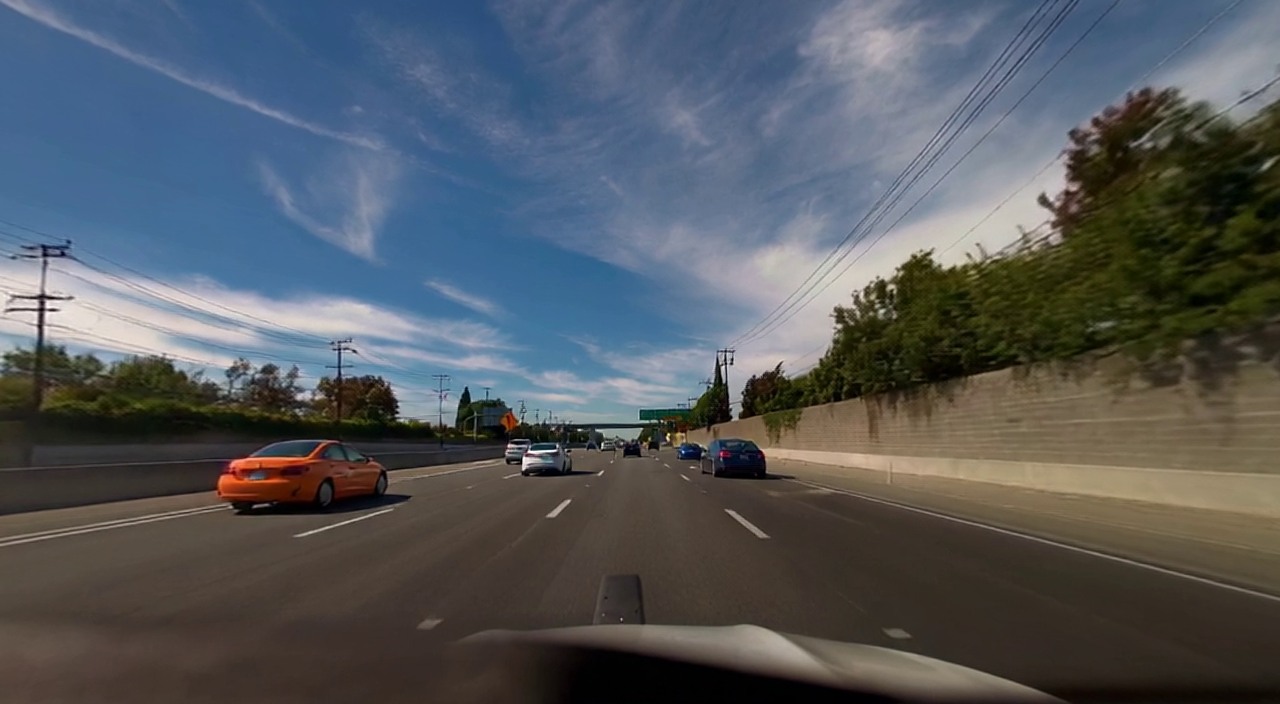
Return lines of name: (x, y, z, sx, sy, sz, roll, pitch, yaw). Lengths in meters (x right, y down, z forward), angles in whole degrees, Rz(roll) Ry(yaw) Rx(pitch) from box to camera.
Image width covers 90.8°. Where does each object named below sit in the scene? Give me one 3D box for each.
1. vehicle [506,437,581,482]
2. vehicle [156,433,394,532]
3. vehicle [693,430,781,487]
vehicle: (-3.455, 3.931, 23.440, 2.066, 1.488, 4.377, 0, -8, 0)
vehicle: (-6.377, 2.291, 11.736, 1.903, 1.482, 4.180, 0, -8, 0)
vehicle: (3.064, 3.487, 21.043, 2.100, 1.659, 4.387, 0, -8, -2)
